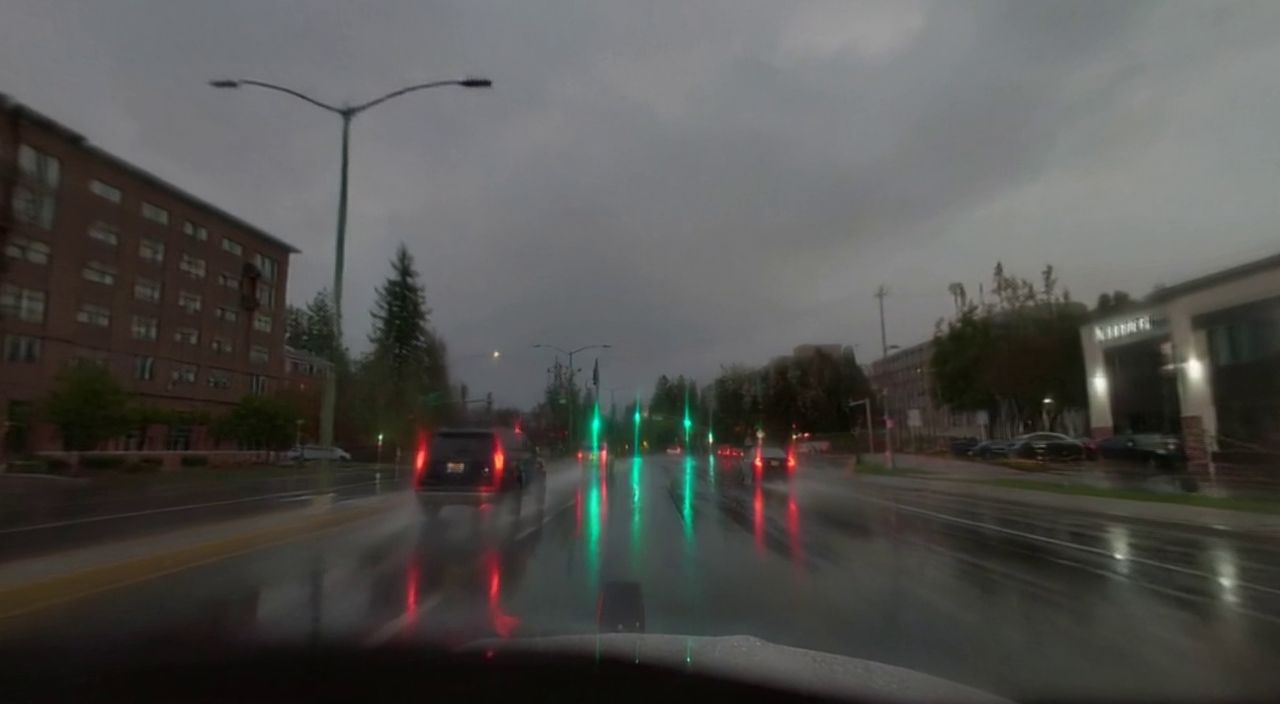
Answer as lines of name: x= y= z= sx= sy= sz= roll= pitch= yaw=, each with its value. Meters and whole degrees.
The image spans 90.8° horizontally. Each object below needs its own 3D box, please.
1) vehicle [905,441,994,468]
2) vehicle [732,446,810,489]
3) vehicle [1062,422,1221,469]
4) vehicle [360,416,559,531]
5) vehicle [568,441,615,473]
vehicle: x=19.867 y=6.555 z=40.632 sx=4.972 sy=1.547 sz=2.226 roll=2 pitch=-10 yaw=-21
vehicle: x=4.836 y=4.323 z=23.983 sx=1.960 sy=1.471 sz=4.378 roll=0 pitch=-9 yaw=-1
vehicle: x=27.747 y=5.273 z=35.534 sx=2.943 sy=2.298 sz=7.374 roll=0 pitch=-9 yaw=1
vehicle: x=-3.320 y=2.409 z=13.158 sx=2.450 sy=1.866 sz=5.416 roll=0 pitch=-9 yaw=1
vehicle: x=-2.884 y=6.376 z=38.669 sx=2.305 sy=1.833 sz=4.912 roll=-1 pitch=-9 yaw=3
